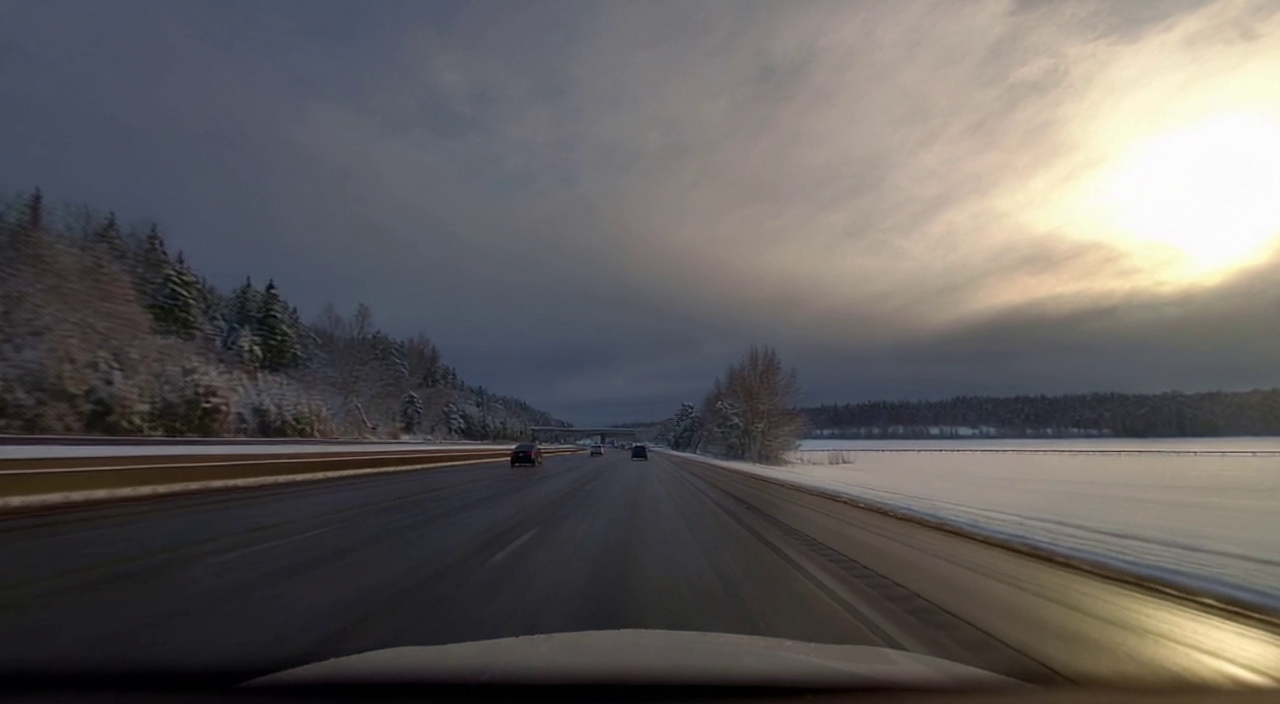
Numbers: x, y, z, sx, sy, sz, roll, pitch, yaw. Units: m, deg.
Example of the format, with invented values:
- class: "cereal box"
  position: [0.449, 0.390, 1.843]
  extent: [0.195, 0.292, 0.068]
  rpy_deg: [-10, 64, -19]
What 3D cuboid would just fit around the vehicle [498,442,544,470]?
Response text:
- class: "vehicle"
  position: [-7.171, 6.265, 38.328]
  extent: [1.972, 1.603, 3.891]
  rpy_deg: [0, -8, 0]
